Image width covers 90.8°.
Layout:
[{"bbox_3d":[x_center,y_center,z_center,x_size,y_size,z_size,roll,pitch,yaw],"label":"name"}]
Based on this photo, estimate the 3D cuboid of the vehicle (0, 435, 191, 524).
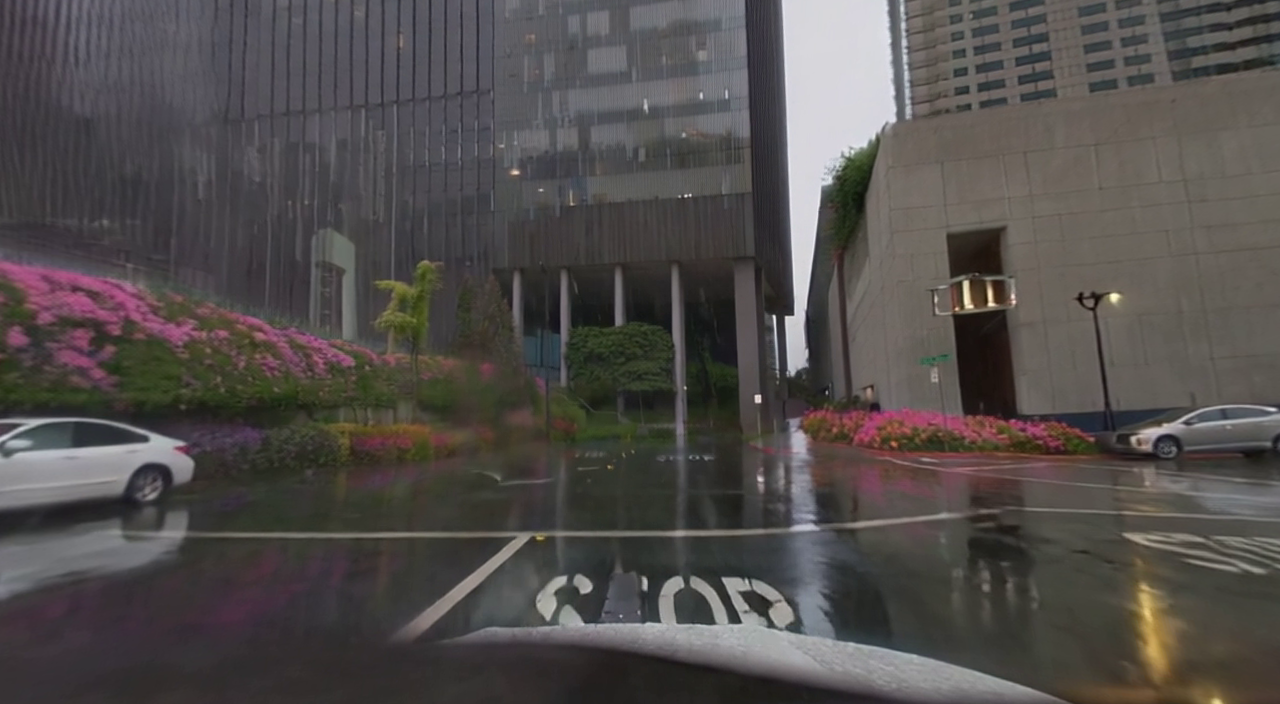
[{"bbox_3d":[-11.091,2.228,11.334,4.694,1.447,2.137,5,-10,-31],"label":"vehicle"}]
